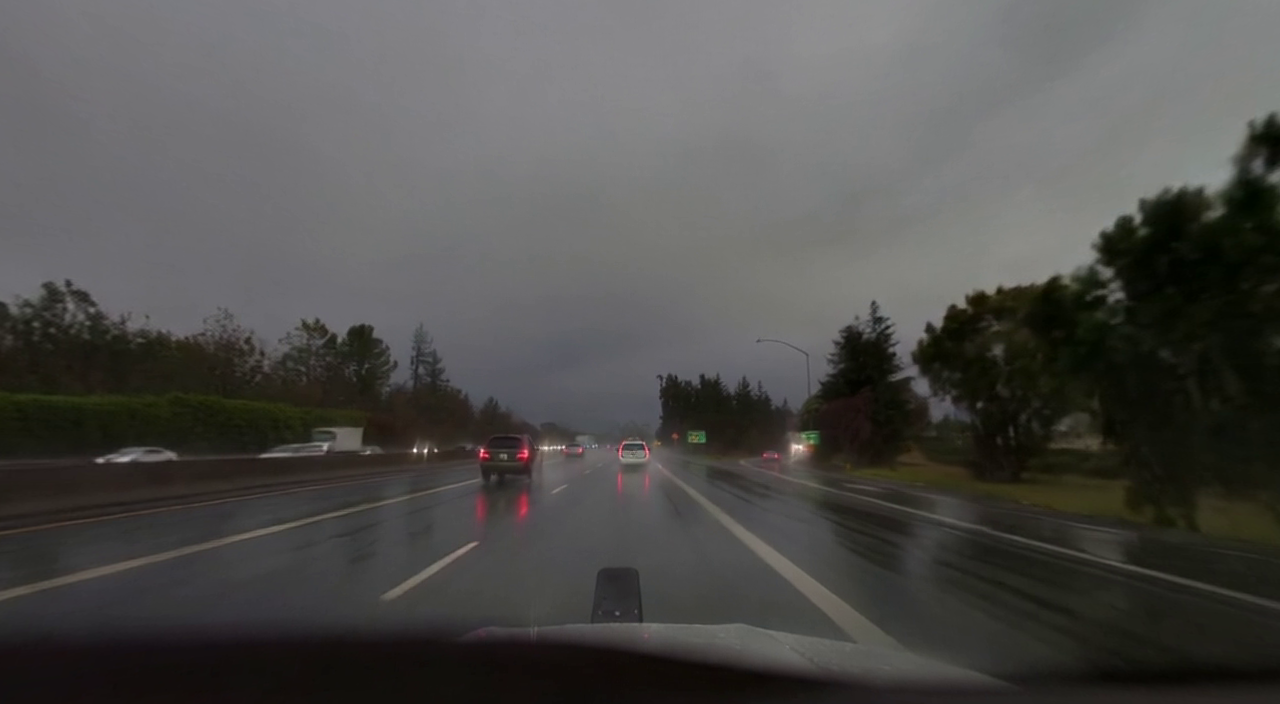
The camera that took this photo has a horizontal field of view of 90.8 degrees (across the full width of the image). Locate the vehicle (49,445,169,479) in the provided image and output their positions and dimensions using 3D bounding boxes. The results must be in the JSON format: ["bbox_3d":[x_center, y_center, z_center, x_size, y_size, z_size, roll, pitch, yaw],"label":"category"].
[{"bbox_3d":[-24.796,5.141,29.743,1.774,1.444,4.522,0,-9,-1],"label":"vehicle"}]

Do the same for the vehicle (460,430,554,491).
[{"bbox_3d":[-4.121,3.444,20.381,2.044,1.717,4.421,0,-8,0],"label":"vehicle"}]

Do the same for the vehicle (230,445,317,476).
[{"bbox_3d":[-18.014,5.313,31.287,1.897,1.403,4.138,0,-8,-1],"label":"vehicle"}]

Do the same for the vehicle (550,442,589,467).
[{"bbox_3d":[-4.540,6.649,41.147,2.084,1.528,4.094,0,-8,0],"label":"vehicle"}]

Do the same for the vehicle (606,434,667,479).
[{"bbox_3d":[-0.157,4.434,27.061,2.378,1.750,4.355,0,-8,0],"label":"vehicle"}]

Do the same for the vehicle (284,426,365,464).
[{"bbox_3d":[-21.204,6.303,42.805,2.586,2.392,5.504,0,-8,0],"label":"vehicle"}]
